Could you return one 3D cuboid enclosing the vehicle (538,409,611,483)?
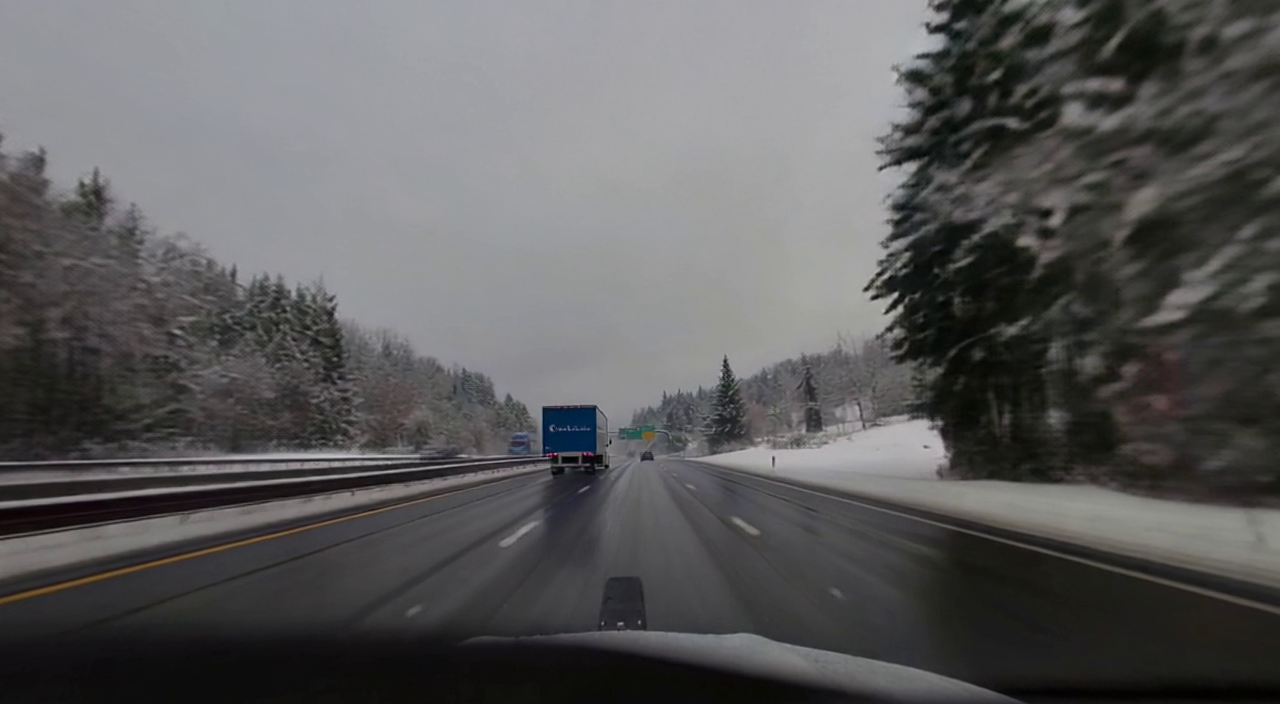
[{"bbox_3d":[-2.953,4.533,30.482,2.695,3.151,6.885,0,-9,1],"label":"vehicle"}]
